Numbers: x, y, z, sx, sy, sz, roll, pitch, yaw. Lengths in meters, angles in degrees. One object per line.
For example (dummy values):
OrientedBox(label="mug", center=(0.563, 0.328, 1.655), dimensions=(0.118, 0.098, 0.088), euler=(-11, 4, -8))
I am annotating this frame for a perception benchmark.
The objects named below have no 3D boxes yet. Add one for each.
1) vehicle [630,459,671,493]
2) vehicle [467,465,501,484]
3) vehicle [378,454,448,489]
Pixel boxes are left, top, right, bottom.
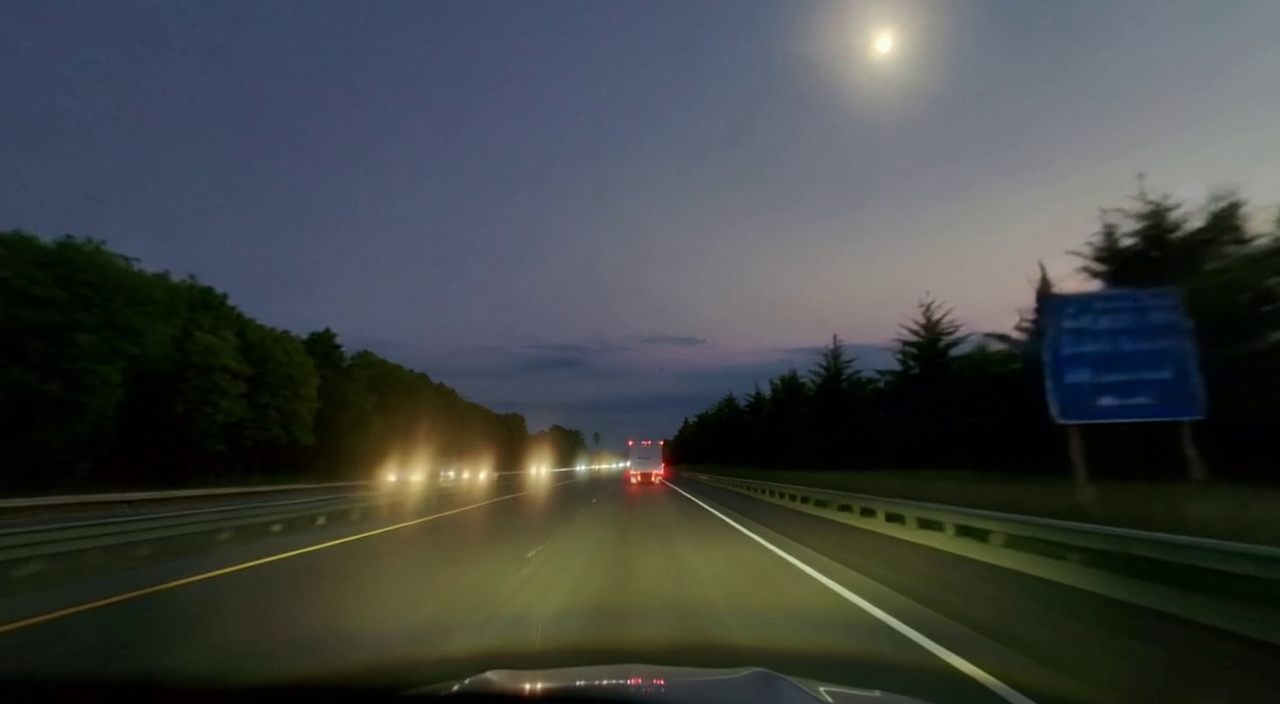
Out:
OrientedBox(label="vehicle", center=(0.547, 6.711, 34.327), dimensions=(2.048, 1.663, 4.377), euler=(1, -10, 0))
OrientedBox(label="vehicle", center=(-12.094, 9.496, 49.066), dimensions=(1.679, 1.388, 3.355), euler=(1, -10, 1))
OrientedBox(label="vehicle", center=(-11.702, 6.220, 32.780), dimensions=(1.984, 1.648, 4.195), euler=(1, -10, 0))
